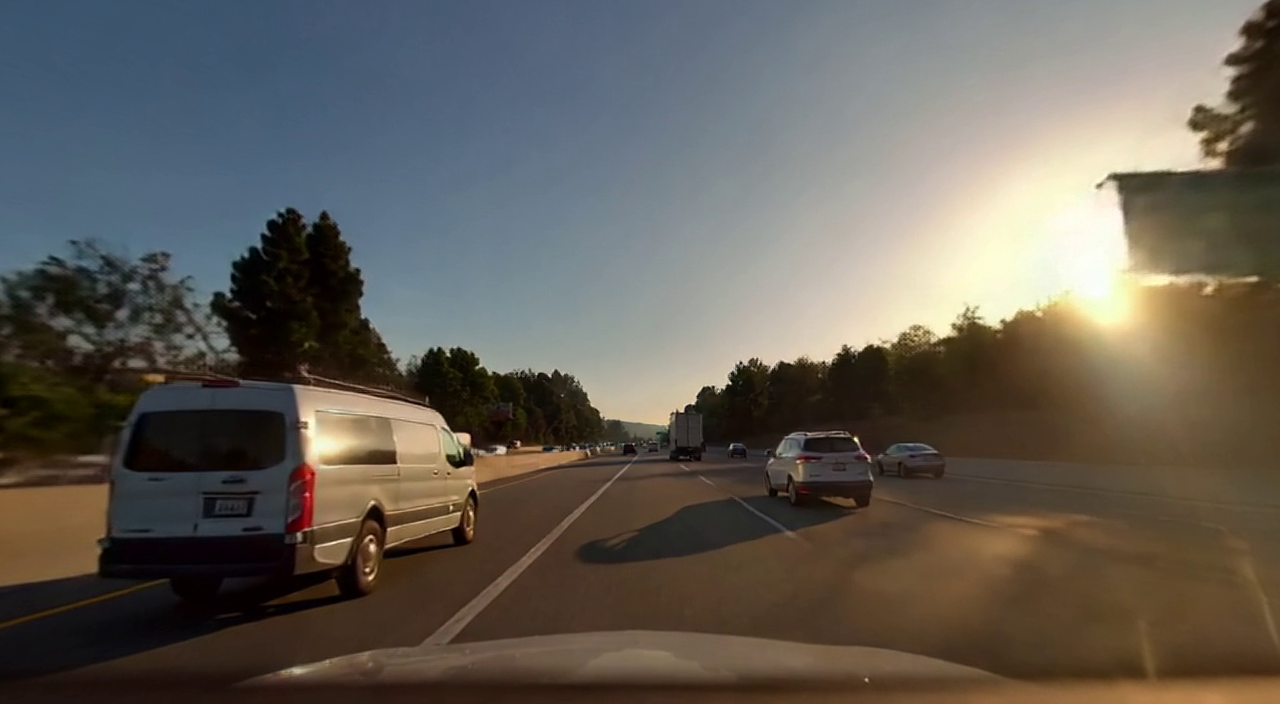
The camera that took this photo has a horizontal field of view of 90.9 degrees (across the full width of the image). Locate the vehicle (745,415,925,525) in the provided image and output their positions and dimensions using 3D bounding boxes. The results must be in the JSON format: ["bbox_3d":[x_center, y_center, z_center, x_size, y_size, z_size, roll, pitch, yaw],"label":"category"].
[{"bbox_3d":[3.728,2.367,13.206,2.209,1.862,4.717,0,-8,0],"label":"vehicle"}]

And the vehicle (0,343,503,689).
[{"bbox_3d":[-3.114,1.296,6.270,2.159,1.922,5.345,0,-8,1],"label":"vehicle"}]
